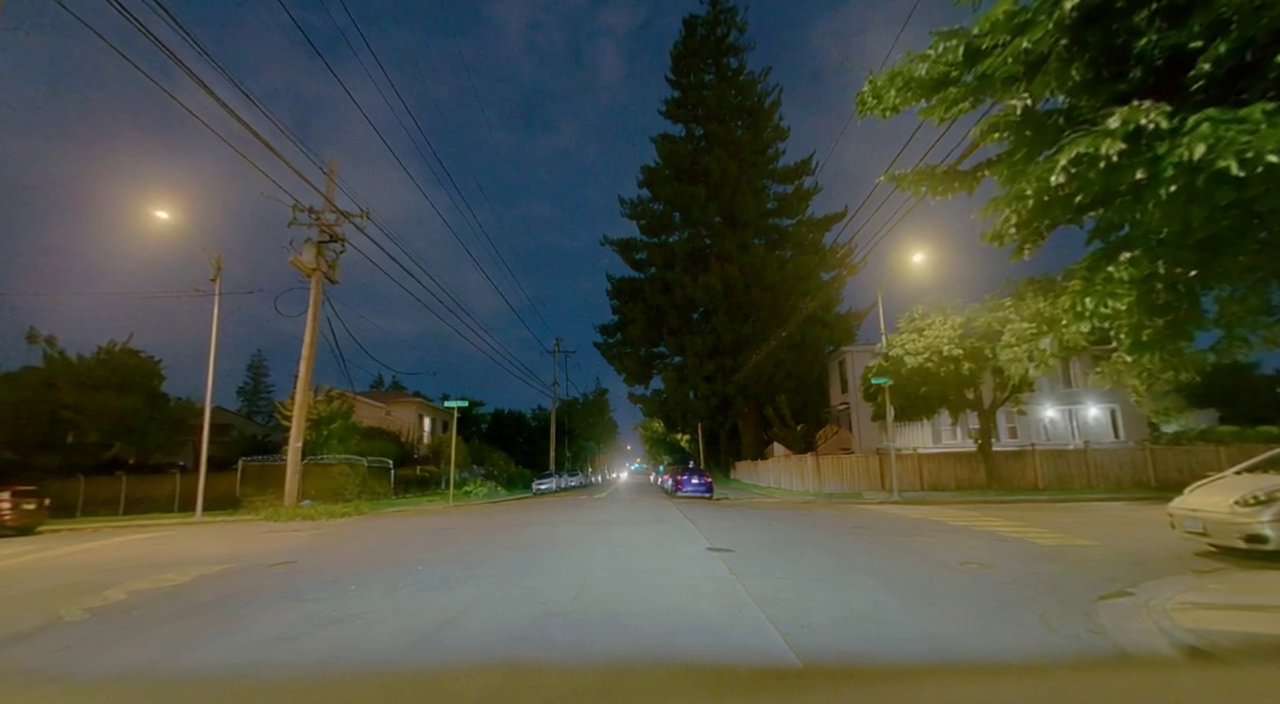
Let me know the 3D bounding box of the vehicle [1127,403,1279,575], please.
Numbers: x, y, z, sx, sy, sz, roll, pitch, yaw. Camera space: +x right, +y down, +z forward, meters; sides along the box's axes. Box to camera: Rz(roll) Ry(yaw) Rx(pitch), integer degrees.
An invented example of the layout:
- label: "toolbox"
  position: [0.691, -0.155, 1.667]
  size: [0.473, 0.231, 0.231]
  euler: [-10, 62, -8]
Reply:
- label: "vehicle"
  position: [9.703, 1.702, 8.213]
  size: [4.677, 1.949, 2.334]
  euler: [-1, -9, 3]

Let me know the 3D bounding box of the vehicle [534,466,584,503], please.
- label: "vehicle"
  position: [-4.312, 7.128, 34.216]
  size: [2.189, 1.771, 4.571]
  euler: [0, -10, -1]

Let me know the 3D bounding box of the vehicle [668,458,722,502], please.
- label: "vehicle"
  position: [2.582, 6.129, 30.696]
  size: [2.051, 1.874, 4.459]
  euler: [0, -9, -2]
